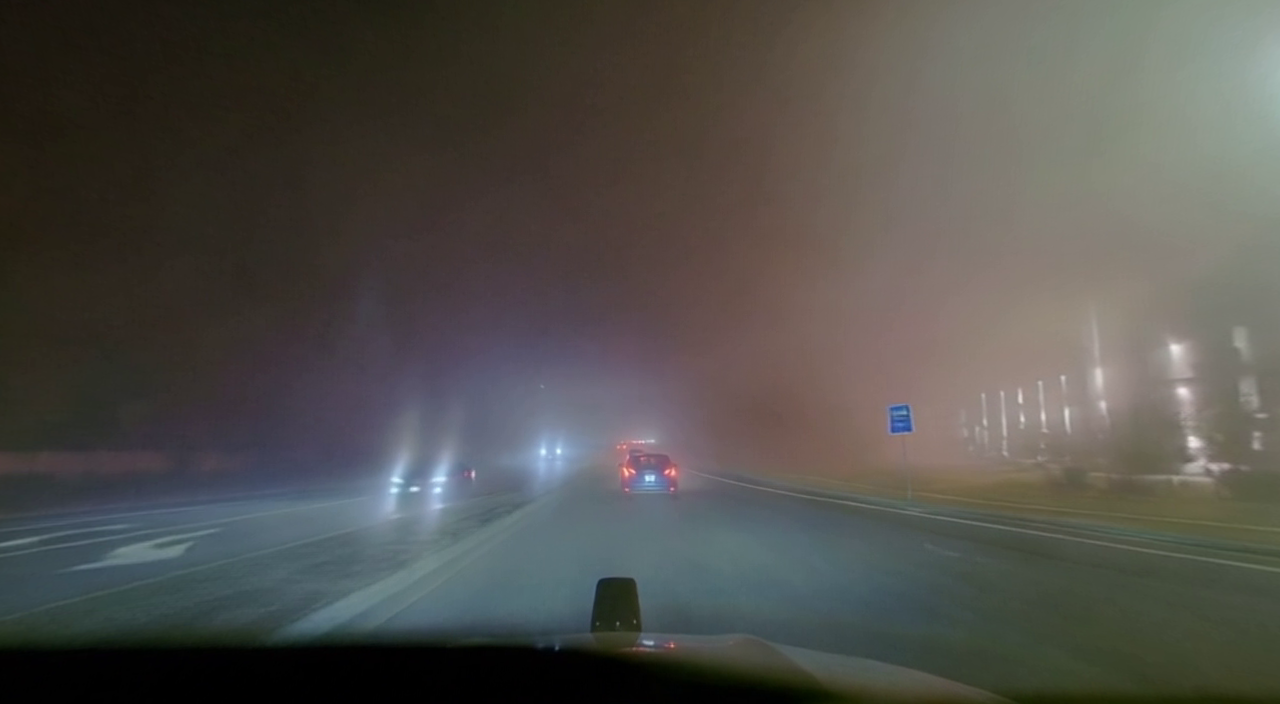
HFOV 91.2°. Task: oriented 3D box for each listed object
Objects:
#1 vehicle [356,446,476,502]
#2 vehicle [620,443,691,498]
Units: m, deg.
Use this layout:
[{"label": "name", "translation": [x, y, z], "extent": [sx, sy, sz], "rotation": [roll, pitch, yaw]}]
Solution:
[{"label": "vehicle", "translation": [-6.757, 3.704, 19.469], "extent": [2.018, 1.498, 4.168], "rotation": [-1, -9, 3]}, {"label": "vehicle", "translation": [0.430, 3.680, 19.842], "extent": [2.014, 1.525, 3.670], "rotation": [-1, -9, -1]}]
